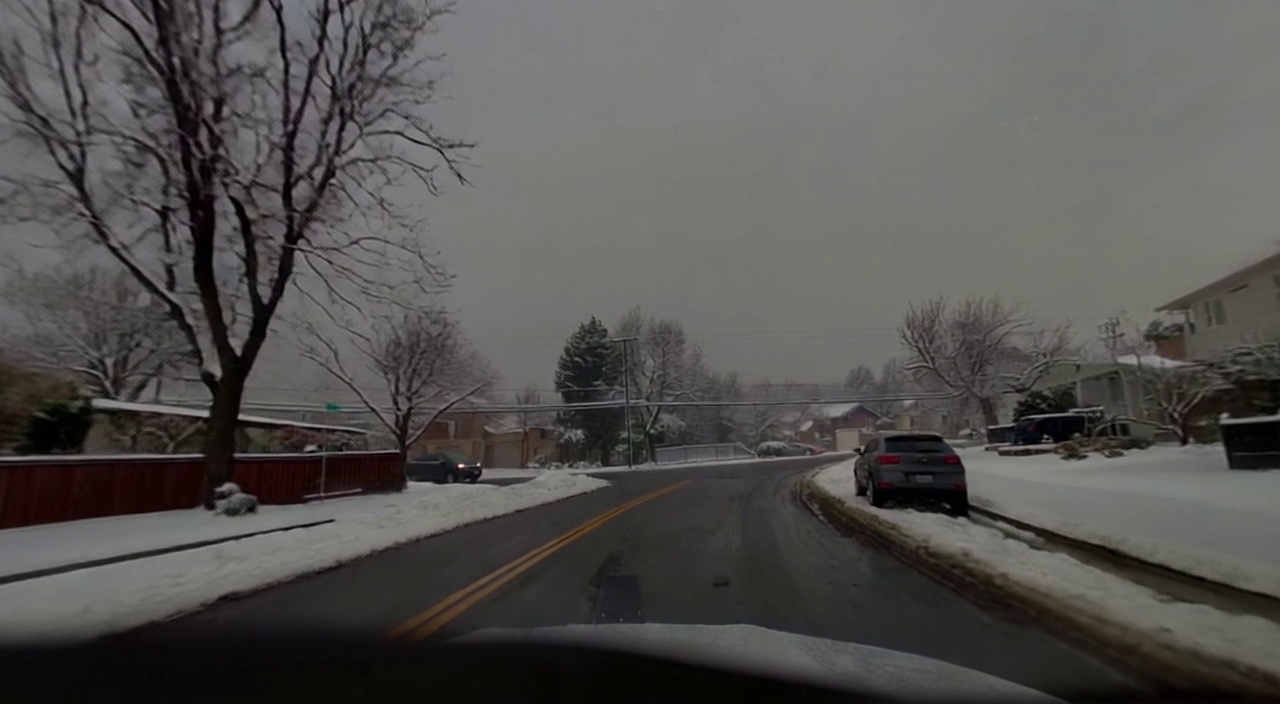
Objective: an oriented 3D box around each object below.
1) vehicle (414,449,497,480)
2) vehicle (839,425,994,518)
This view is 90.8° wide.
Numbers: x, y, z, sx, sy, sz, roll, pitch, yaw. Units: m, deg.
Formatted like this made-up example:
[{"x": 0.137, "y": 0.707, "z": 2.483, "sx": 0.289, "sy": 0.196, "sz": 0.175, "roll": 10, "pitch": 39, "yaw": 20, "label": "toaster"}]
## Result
[{"x": -10.501, "y": 6.371, "z": 36.003, "sx": 4.270, "sy": 1.683, "sz": 1.984, "roll": -4, "pitch": -10, "yaw": 26, "label": "vehicle"}, {"x": 5.905, "y": 2.577, "z": 14.148, "sx": 2.105, "sy": 1.705, "sz": 4.392, "roll": -1, "pitch": -9, "yaw": 10, "label": "vehicle"}]
